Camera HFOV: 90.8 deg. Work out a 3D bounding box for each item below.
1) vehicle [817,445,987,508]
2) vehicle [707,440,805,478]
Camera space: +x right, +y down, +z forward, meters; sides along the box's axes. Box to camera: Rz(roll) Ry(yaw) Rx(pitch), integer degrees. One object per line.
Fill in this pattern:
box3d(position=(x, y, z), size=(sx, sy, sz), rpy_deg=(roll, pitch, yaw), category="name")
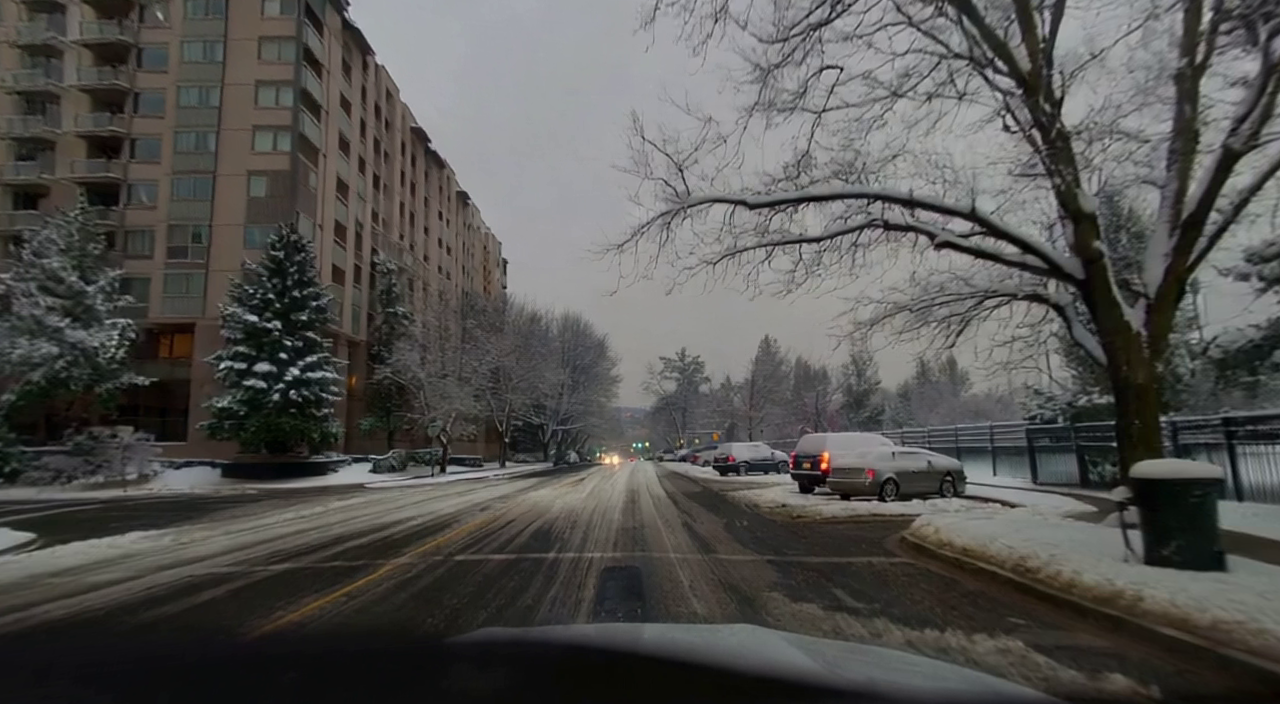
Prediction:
box3d(position=(7.084, 3.245, 16.973), size=(4.402, 1.474, 1.957), rpy_deg=(5, -10, -32), category="vehicle")
box3d(position=(6.538, 5.985, 35.580), size=(5.061, 1.829, 2.274), rpy_deg=(2, -9, -28), category="vehicle")
